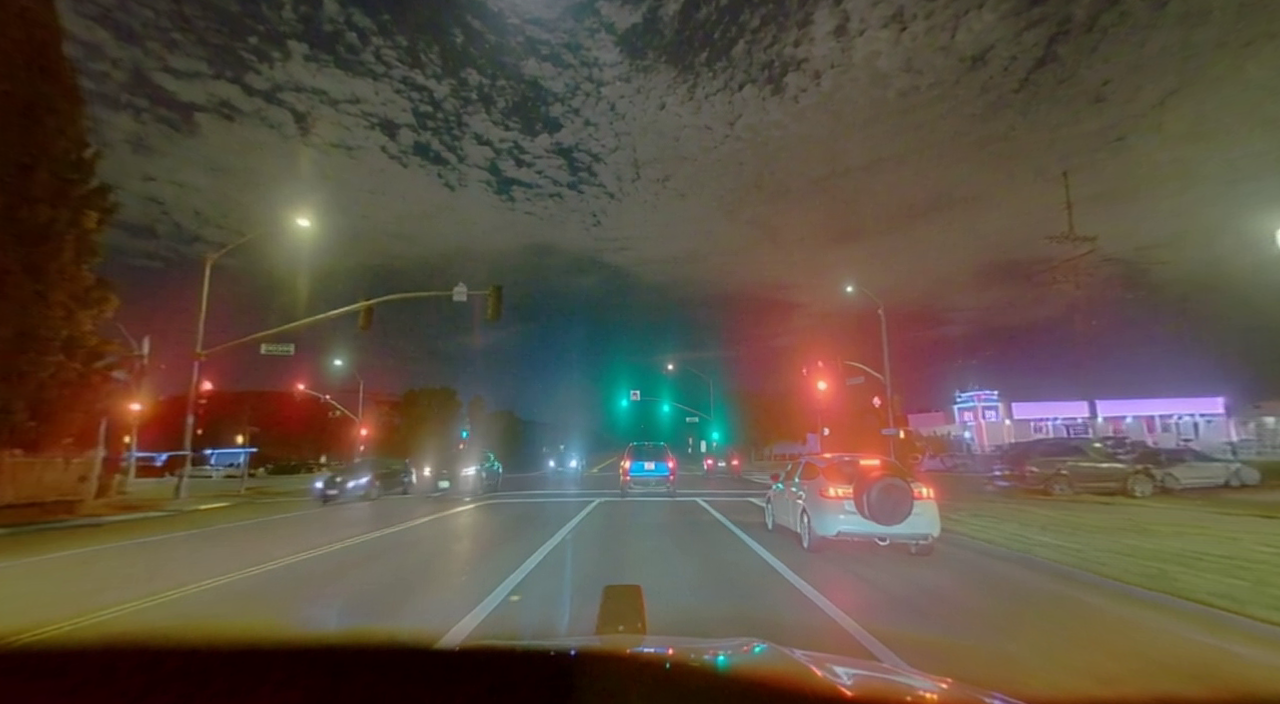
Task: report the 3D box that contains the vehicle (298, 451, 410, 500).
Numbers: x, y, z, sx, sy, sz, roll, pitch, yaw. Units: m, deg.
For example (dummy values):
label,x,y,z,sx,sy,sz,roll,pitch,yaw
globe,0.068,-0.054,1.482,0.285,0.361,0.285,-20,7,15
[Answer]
label,x,y,z,sx,sy,sz,roll,pitch,yaw
vehicle,-10.279,4.440,23.038,1.943,1.552,4.670,0,-9,0

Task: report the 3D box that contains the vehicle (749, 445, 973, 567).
label,x,y,z,sx,sy,sz,roll,pitch,yaw
vehicle,3.118,2.244,10.002,1.900,1.478,4.425,0,-9,-1

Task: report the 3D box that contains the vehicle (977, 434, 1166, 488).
label,x,y,z,sx,sy,sz,roll,pitch,yaw
vehicle,13.648,3.468,20.105,4.507,1.610,2.045,0,-9,-1

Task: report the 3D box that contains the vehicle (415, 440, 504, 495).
label,x,y,z,sx,sy,sz,roll,pitch,yaw
vehicle,-6.620,4.268,23.568,1.957,1.836,4.434,0,-9,1

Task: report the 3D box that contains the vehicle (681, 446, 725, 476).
label,x,y,z,sx,sy,sz,roll,pitch,yaw
vehicle,3.719,6.500,37.691,2.138,1.729,4.178,0,-9,-1

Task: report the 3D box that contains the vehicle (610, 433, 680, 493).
label,x,y,z,sx,sy,sz,roll,pitch,yaw
vehicle,0.160,3.978,22.792,2.296,1.947,4.168,0,-9,0

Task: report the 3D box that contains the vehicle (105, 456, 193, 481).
label,x,y,z,sx,sy,sz,roll,pitch,yaw
vehicle,-33.791,8.004,43.285,4.379,1.666,2.005,0,-9,2

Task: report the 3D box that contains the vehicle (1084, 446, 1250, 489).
label,x,y,z,sx,sy,sz,roll,pitch,yaw
vehicle,18.765,4.111,22.733,1.906,1.395,4.736,0,-9,0

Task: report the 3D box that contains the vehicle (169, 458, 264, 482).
label,x,y,z,sx,sy,sz,roll,pitch,yaw
vehicle,-26.848,7.508,39.910,4.500,1.439,1.996,0,-9,-1
